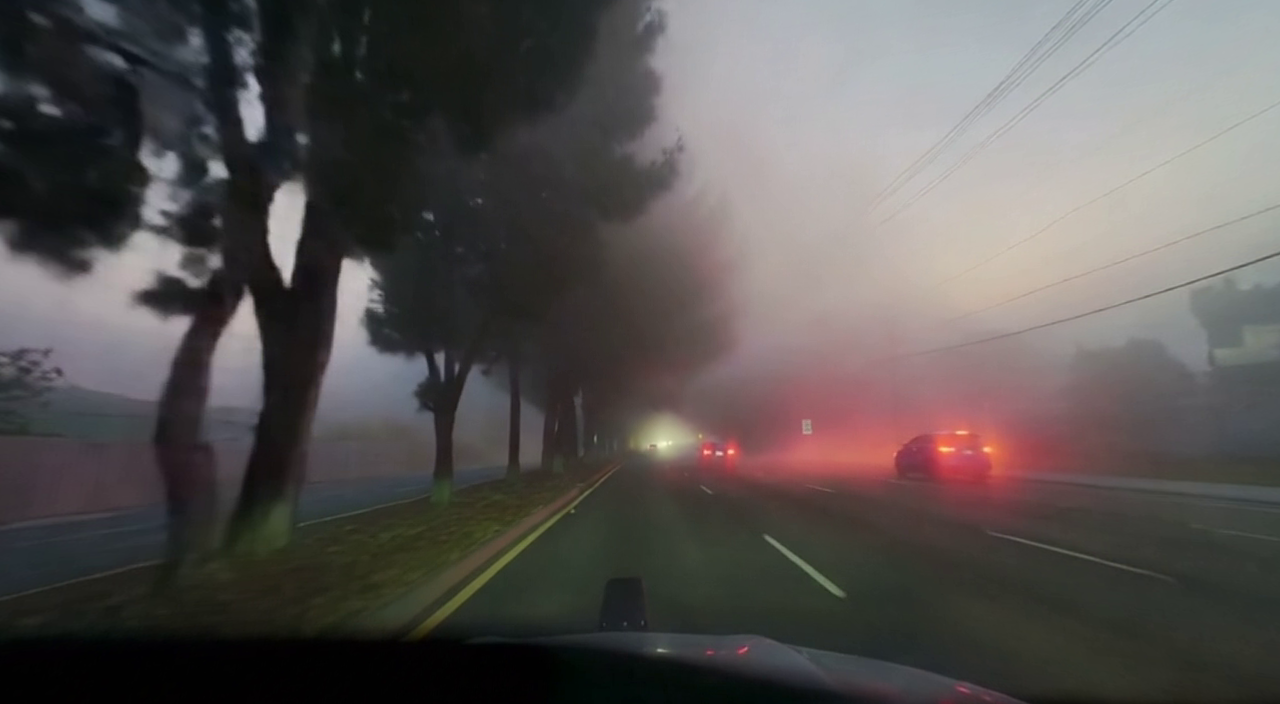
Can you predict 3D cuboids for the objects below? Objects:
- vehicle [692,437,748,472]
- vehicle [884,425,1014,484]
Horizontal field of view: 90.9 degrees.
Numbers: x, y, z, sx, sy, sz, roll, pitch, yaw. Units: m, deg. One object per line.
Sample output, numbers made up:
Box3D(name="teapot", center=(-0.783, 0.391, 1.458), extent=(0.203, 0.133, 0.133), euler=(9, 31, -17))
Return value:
Box3D(name="vehicle", center=(3.634, 4.763, 29.381), extent=(2.063, 1.481, 4.247), euler=(0, -8, 0))
Box3D(name="vehicle", center=(9.955, 3.325, 20.758), extent=(1.978, 1.700, 4.461), euler=(0, -8, 0))
